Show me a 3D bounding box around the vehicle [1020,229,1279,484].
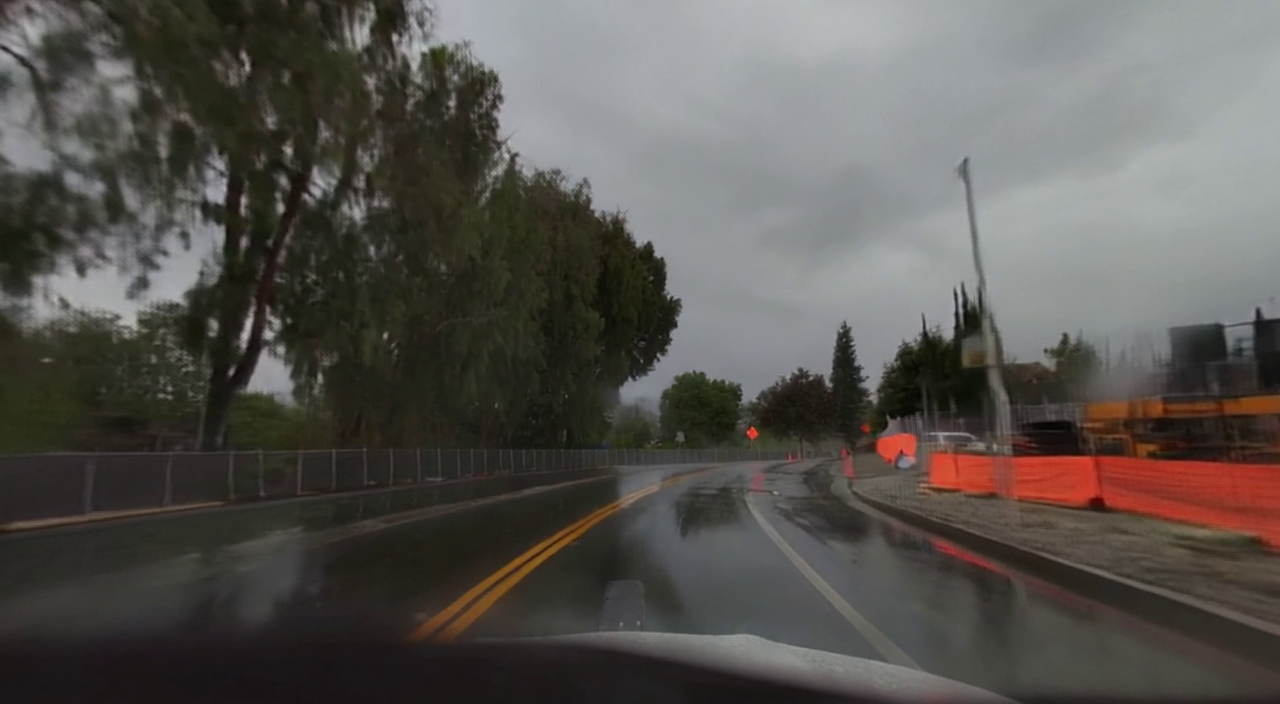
[{"bbox_3d":[11.124,0.391,11.386,2.984,3.691,10.409,-1,-9,6],"label":"vehicle"}]
